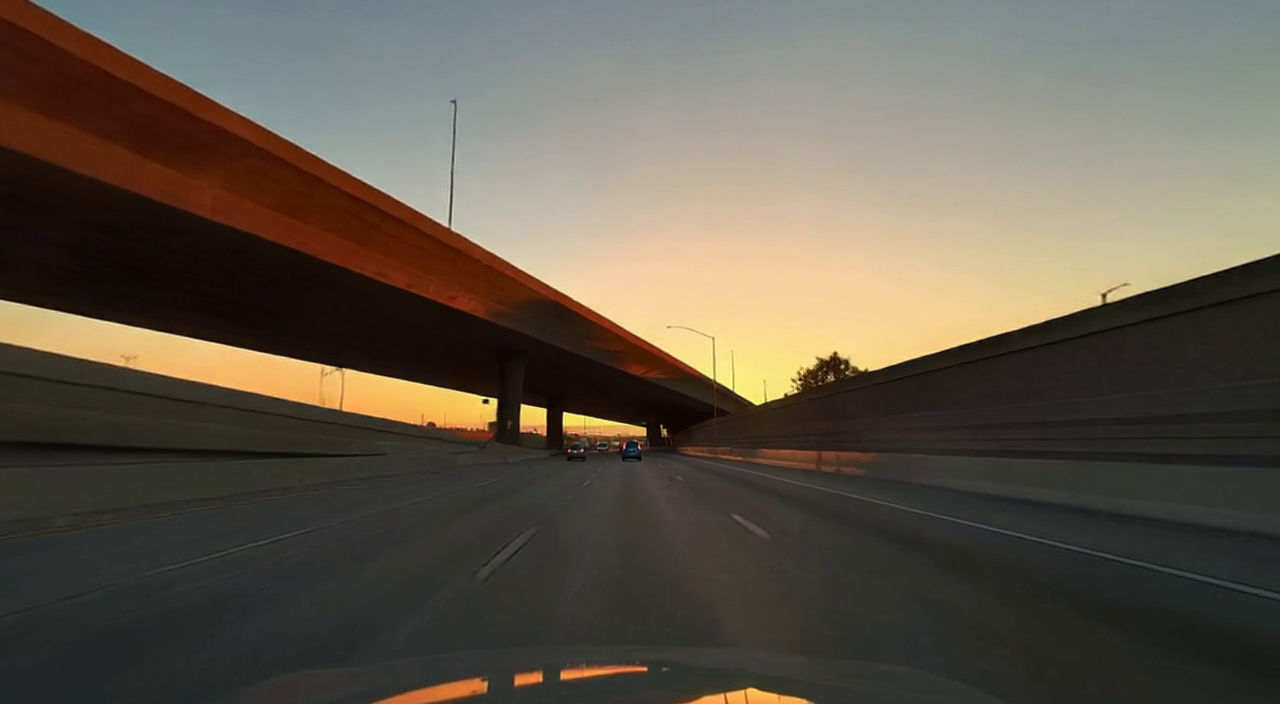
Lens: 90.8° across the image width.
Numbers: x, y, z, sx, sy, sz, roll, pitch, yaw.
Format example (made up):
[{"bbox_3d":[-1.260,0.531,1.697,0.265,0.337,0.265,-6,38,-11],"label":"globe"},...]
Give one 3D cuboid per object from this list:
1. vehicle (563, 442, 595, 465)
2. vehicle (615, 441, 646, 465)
[{"bbox_3d":[-4.487,7.495,46.839,2.000,1.646,4.201,0,-8,-1],"label":"vehicle"},{"bbox_3d":[-0.692,7.241,45.480,2.132,1.657,3.967,0,-8,-2],"label":"vehicle"}]
